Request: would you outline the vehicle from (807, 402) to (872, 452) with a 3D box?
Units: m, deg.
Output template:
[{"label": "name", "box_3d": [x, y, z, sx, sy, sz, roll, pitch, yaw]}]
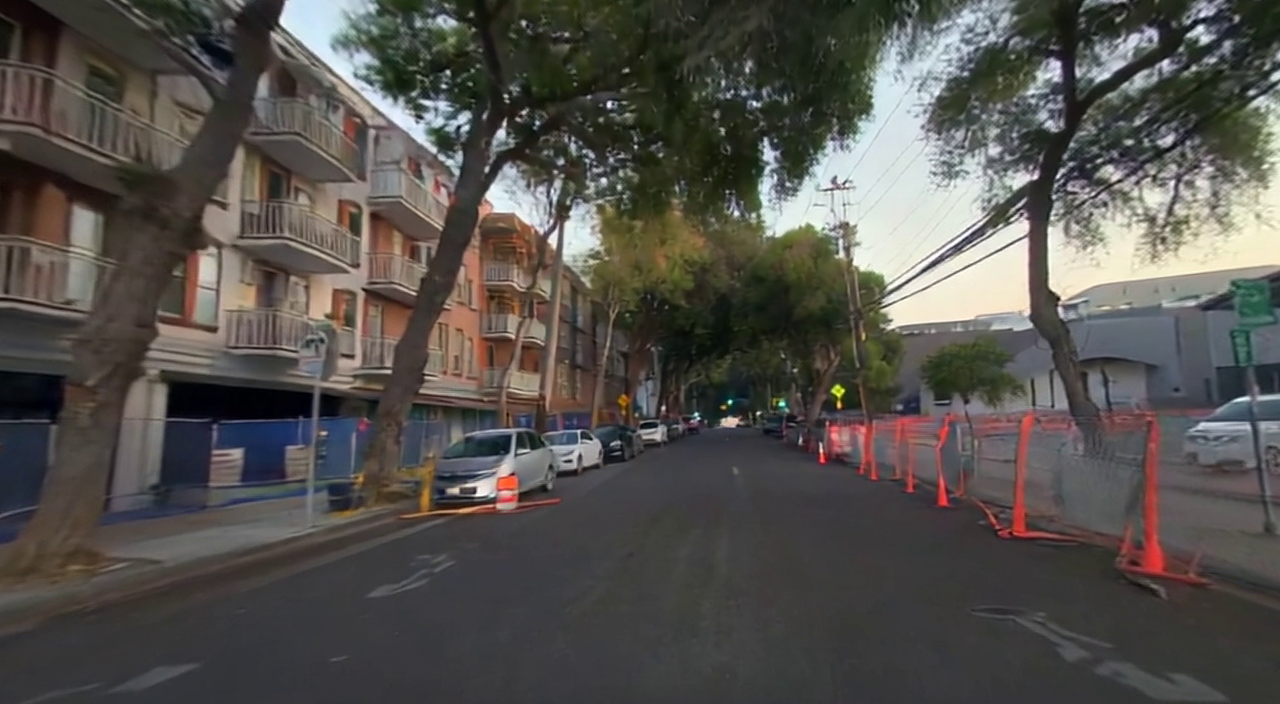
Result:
[{"label": "vehicle", "box_3d": [8.655, 3.366, 27.779, 1.994, 1.857, 4.393, 1, -10, 8]}]

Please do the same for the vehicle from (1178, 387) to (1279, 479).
[{"label": "vehicle", "box_3d": [15.955, 1.797, 14.645, 4.585, 1.977, 2.170, -6, -10, 17]}]

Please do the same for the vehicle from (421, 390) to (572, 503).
[{"label": "vehicle", "box_3d": [-3.048, 2.136, 14.401, 1.894, 2.186, 3.901, -2, -8, 11]}]
